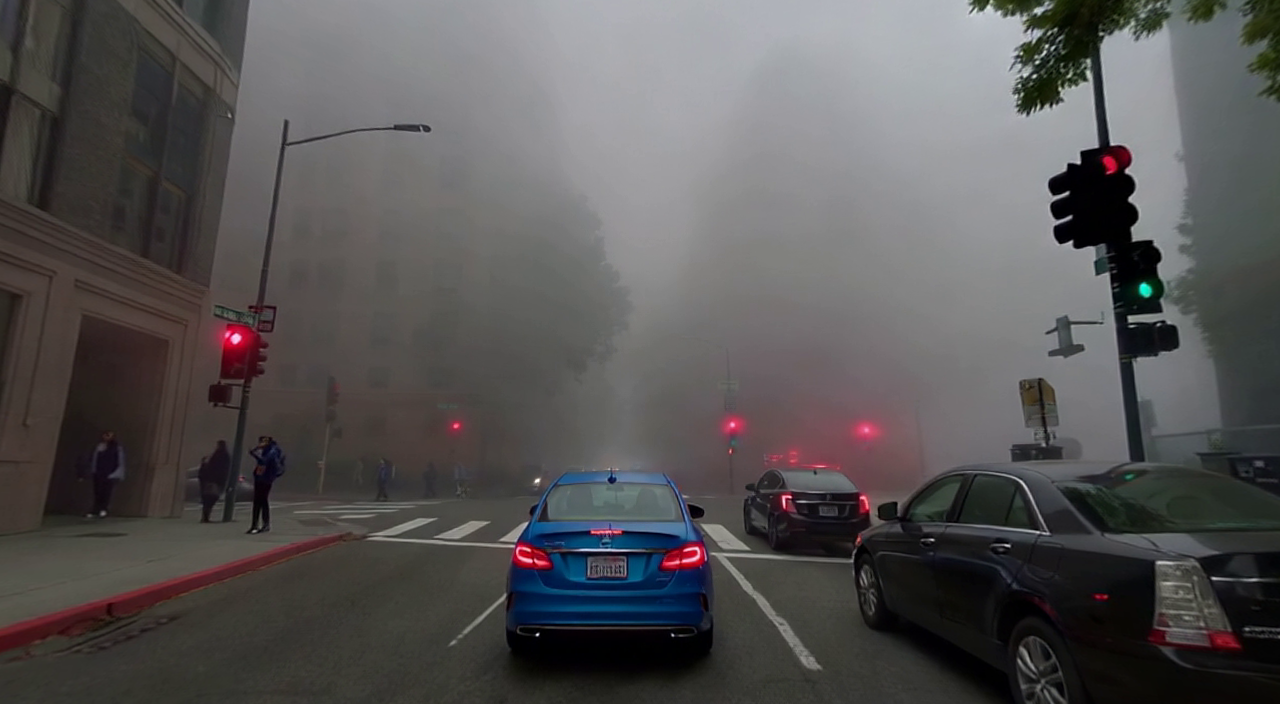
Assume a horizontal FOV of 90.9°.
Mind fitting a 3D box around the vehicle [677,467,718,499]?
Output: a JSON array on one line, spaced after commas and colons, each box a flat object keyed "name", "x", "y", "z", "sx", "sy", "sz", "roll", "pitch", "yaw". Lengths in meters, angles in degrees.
[{"name": "vehicle", "x": 3.472, "y": 8.026, "z": 38.856, "sx": 1.908, "sy": 1.741, "sz": 4.066, "roll": 0, "pitch": -9, "yaw": -3}]

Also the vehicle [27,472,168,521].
[{"name": "vehicle", "x": -25.483, "y": 6.772, "z": 29.737, "sx": 4.588, "sy": 2.048, "sz": 2.110, "roll": 0, "pitch": -9, "yaw": 1}]

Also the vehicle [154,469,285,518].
[{"name": "vehicle", "x": -19.774, "y": 6.651, "z": 29.751, "sx": 4.750, "sy": 2.083, "sz": 2.002, "roll": -1, "pitch": -9, "yaw": 3}]

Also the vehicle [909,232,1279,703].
[{"name": "vehicle", "x": 3.211, "y": 0.549, "z": 1.259, "sx": 2.632, "sy": 1.979, "sz": 6.096, "roll": 0, "pitch": -9, "yaw": 0}]

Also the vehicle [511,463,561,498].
[{"name": "vehicle", "x": -6.345, "y": 7.875, "z": 39.009, "sx": 2.226, "sy": 1.896, "sz": 4.438, "roll": -1, "pitch": -9, "yaw": 1}]
